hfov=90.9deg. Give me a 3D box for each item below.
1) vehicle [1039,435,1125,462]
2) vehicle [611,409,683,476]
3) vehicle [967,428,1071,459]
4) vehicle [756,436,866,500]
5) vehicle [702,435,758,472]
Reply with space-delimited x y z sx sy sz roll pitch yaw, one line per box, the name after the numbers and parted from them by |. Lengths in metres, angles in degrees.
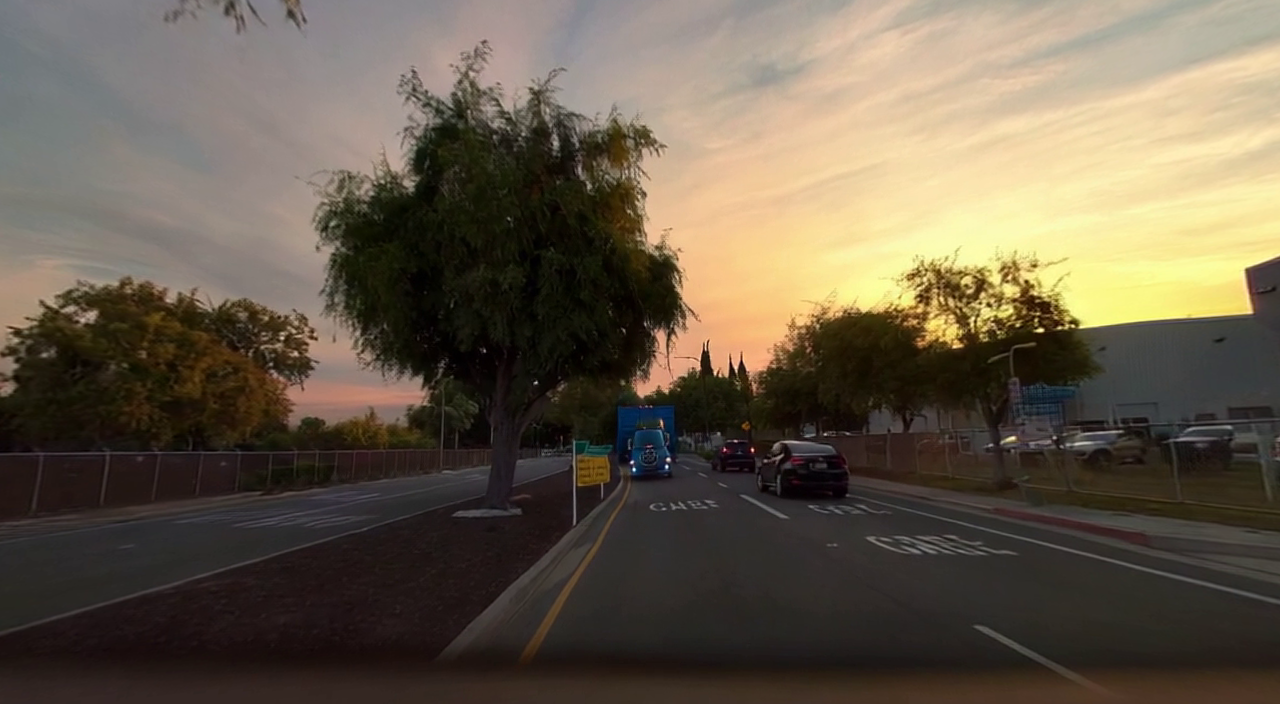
22.889 5.011 32.680 3.251 1.321 1.555 0 -8 -1 | vehicle
0.474 4.579 31.809 3.197 2.963 7.055 0 -8 2 | vehicle
23.029 5.610 38.450 4.995 1.543 1.899 -4 -8 1 | vehicle
4.768 3.286 18.299 2.001 1.621 4.208 0 -8 0 | vehicle
4.862 5.616 34.994 2.375 1.857 5.100 0 -8 0 | vehicle
